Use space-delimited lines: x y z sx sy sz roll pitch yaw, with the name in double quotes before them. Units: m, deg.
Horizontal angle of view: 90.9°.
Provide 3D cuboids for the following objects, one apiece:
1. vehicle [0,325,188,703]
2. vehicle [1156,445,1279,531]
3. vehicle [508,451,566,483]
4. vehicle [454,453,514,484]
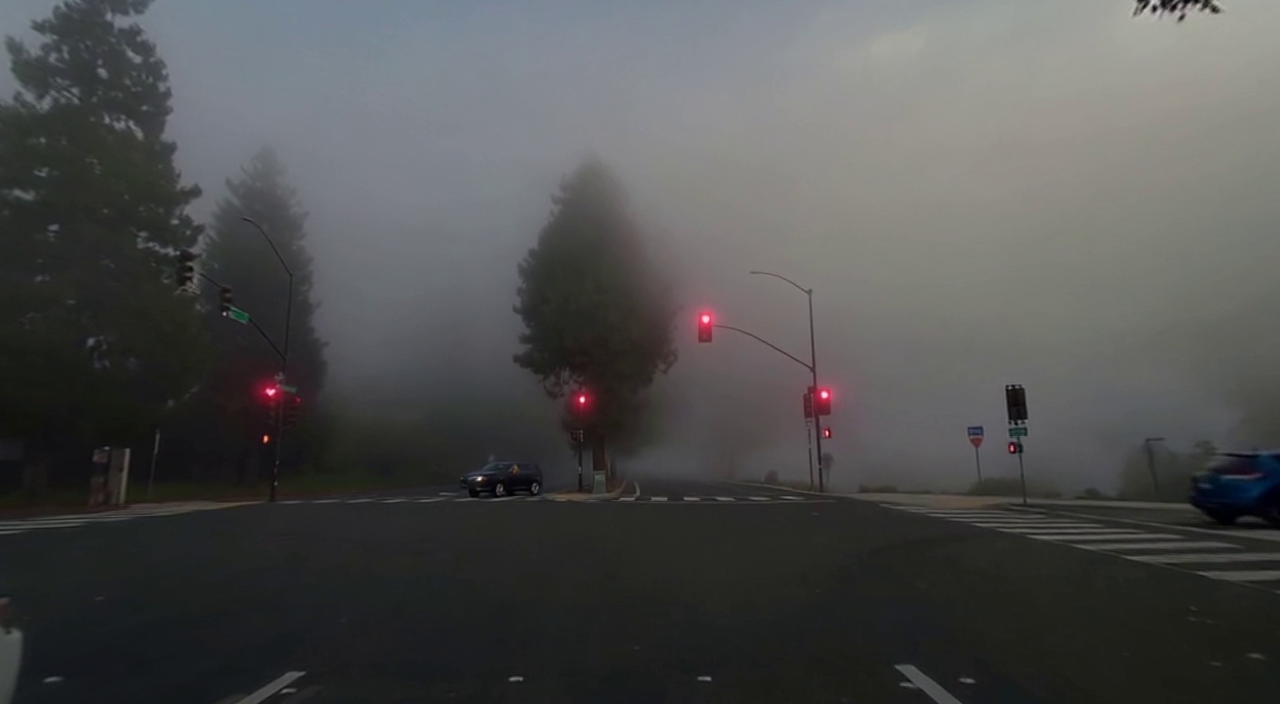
"vehicle" -3.480 0.586 0.896 2.242 1.761 4.505 0 -8 1
"vehicle" 12.964 2.558 12.192 4.404 1.486 1.841 0 -8 -3
"vehicle" -5.237 5.933 32.850 2.107 1.456 4.728 0 -8 2
"vehicle" -8.034 6.017 32.807 1.960 1.433 4.213 0 -8 1
